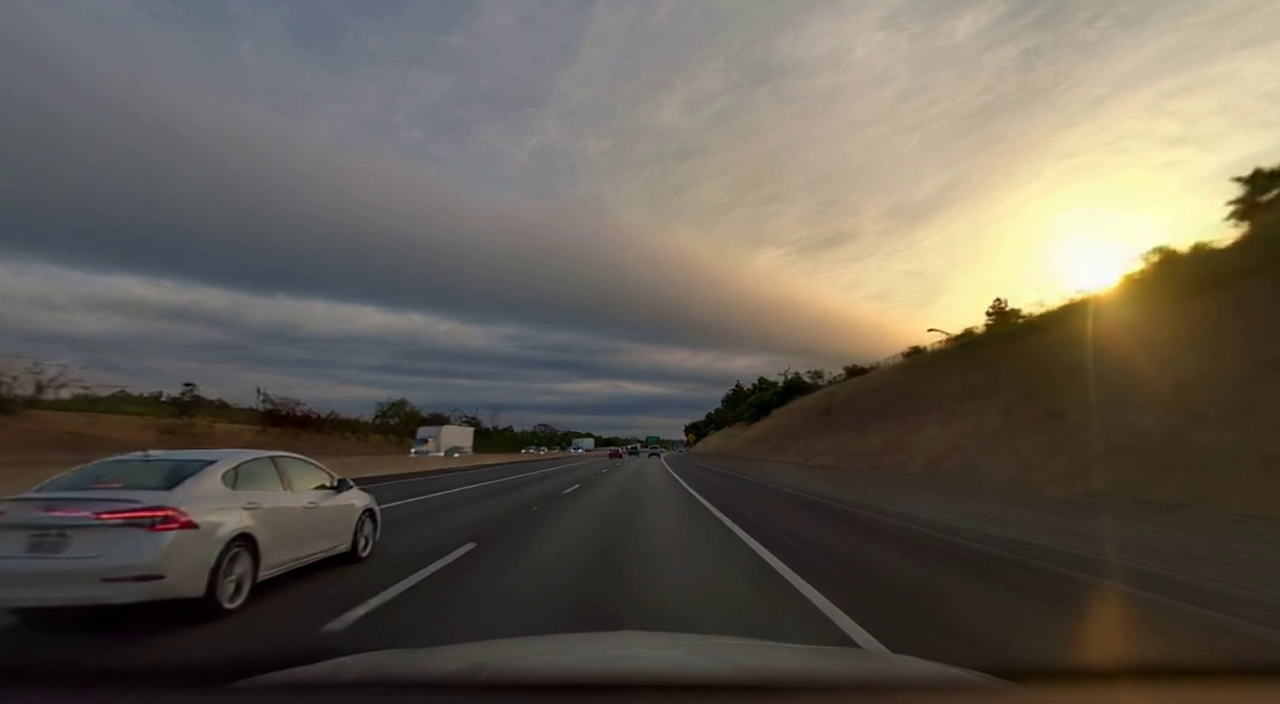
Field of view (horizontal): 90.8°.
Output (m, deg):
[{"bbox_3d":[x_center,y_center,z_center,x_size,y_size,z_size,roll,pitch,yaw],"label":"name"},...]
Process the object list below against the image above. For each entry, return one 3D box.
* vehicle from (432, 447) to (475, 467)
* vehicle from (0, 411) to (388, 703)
[{"bbox_3d":[-14.653,8.291,49.875,1.920,1.485,4.442,0,-9,2],"label":"vehicle"},{"bbox_3d":[-3.721,1.332,5.023,1.991,1.507,3.391,0,-9,0],"label":"vehicle"}]
